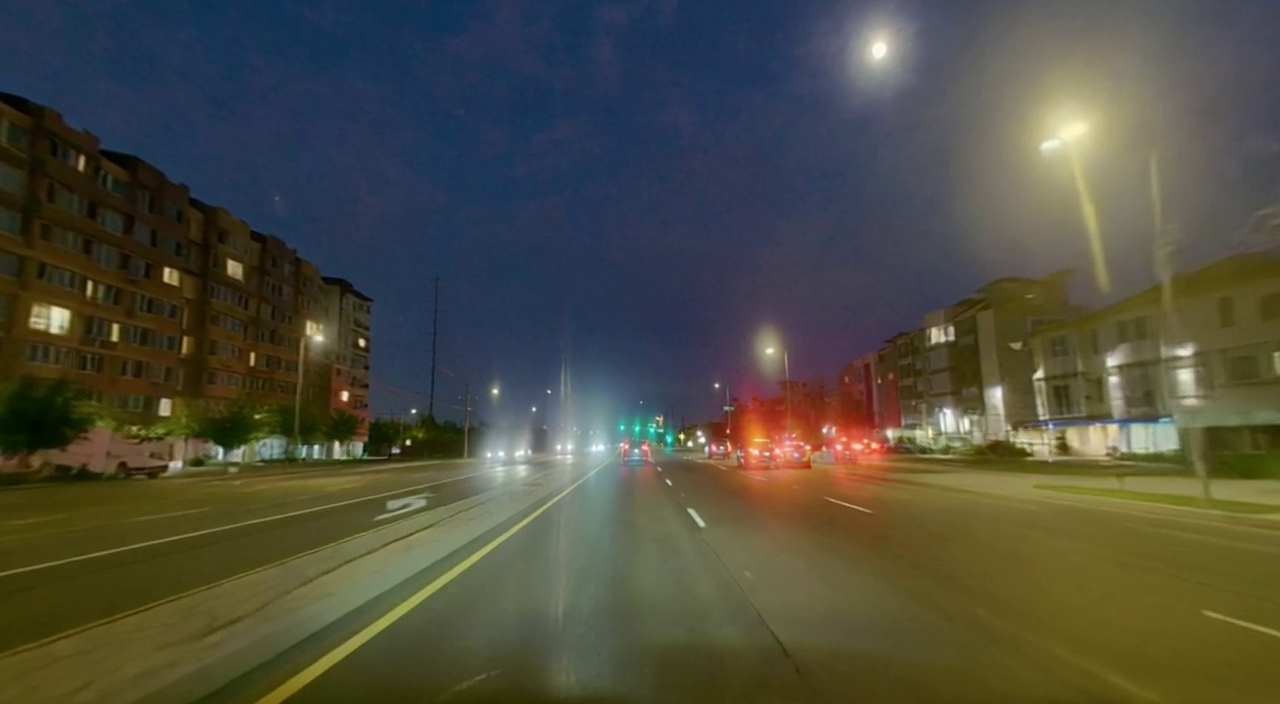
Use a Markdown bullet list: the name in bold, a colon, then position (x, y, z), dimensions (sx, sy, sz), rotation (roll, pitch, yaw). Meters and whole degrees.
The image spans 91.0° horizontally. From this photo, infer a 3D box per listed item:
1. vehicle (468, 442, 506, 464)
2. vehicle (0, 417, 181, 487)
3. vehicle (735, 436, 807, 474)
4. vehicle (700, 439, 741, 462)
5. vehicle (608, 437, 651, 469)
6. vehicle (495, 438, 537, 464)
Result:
- **vehicle**: position (-11.821, 7.824, 48.792), dimensions (1.959, 1.634, 3.797), rotation (0, -9, 0)
- **vehicle**: position (-33.128, 5.598, 36.027), dimensions (4.125, 3.409, 11.667), rotation (-1, -8, 5)
- **vehicle**: position (5.846, 4.661, 28.702), dimensions (2.121, 1.557, 4.898), rotation (0, -9, -1)
- **vehicle**: position (5.542, 6.831, 43.773), dimensions (2.154, 1.554, 4.149), rotation (0, -9, -2)
- **vehicle**: position (-0.522, 5.235, 32.690), dimensions (2.106, 1.553, 3.964), rotation (0, -8, -1)
- **vehicle**: position (-8.736, 7.020, 44.627), dimensions (2.013, 1.737, 4.510), rotation (0, -8, 0)
